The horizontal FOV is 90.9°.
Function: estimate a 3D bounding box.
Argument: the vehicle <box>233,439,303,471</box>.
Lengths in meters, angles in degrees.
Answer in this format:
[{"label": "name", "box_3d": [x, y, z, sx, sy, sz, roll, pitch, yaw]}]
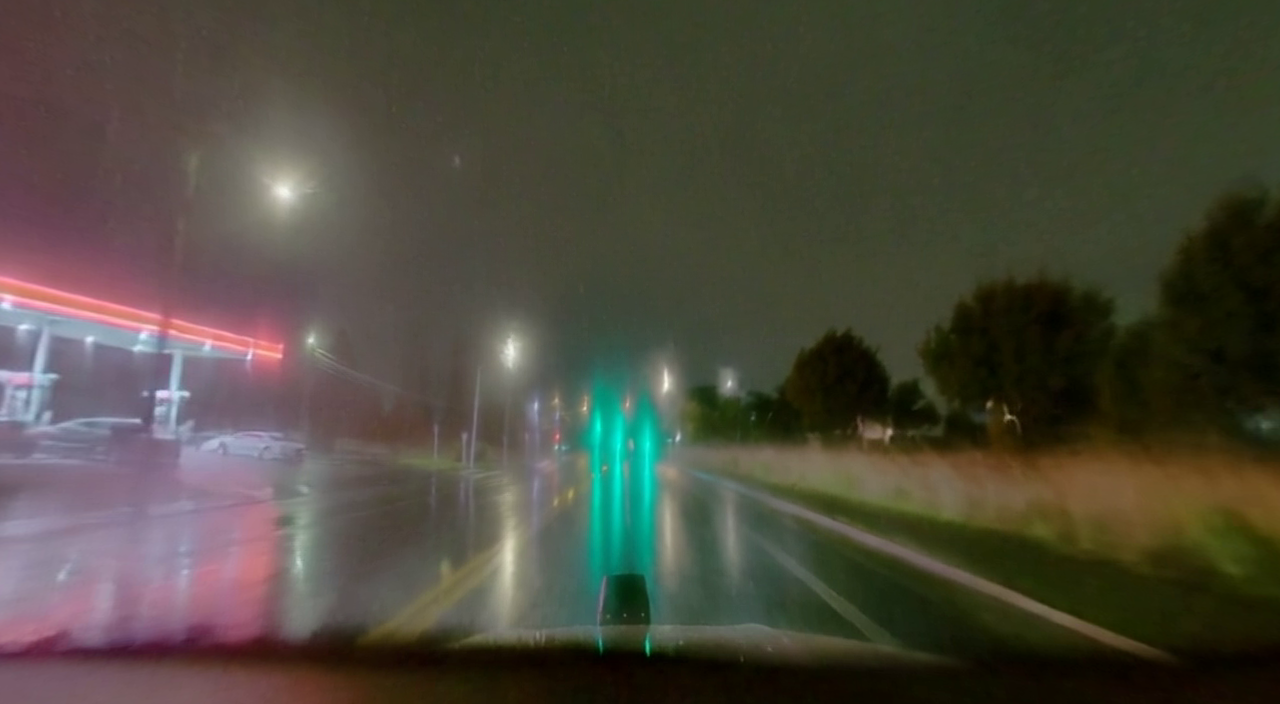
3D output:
[{"label": "vehicle", "box_3d": [-18.741, 5.198, 31.980, 1.885, 1.490, 4.474, 3, -9, -16]}]

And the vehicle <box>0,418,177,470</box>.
[{"label": "vehicle", "box_3d": [-21.255, 3.572, 24.541, 4.907, 1.827, 2.121, 6, -10, -33]}]
